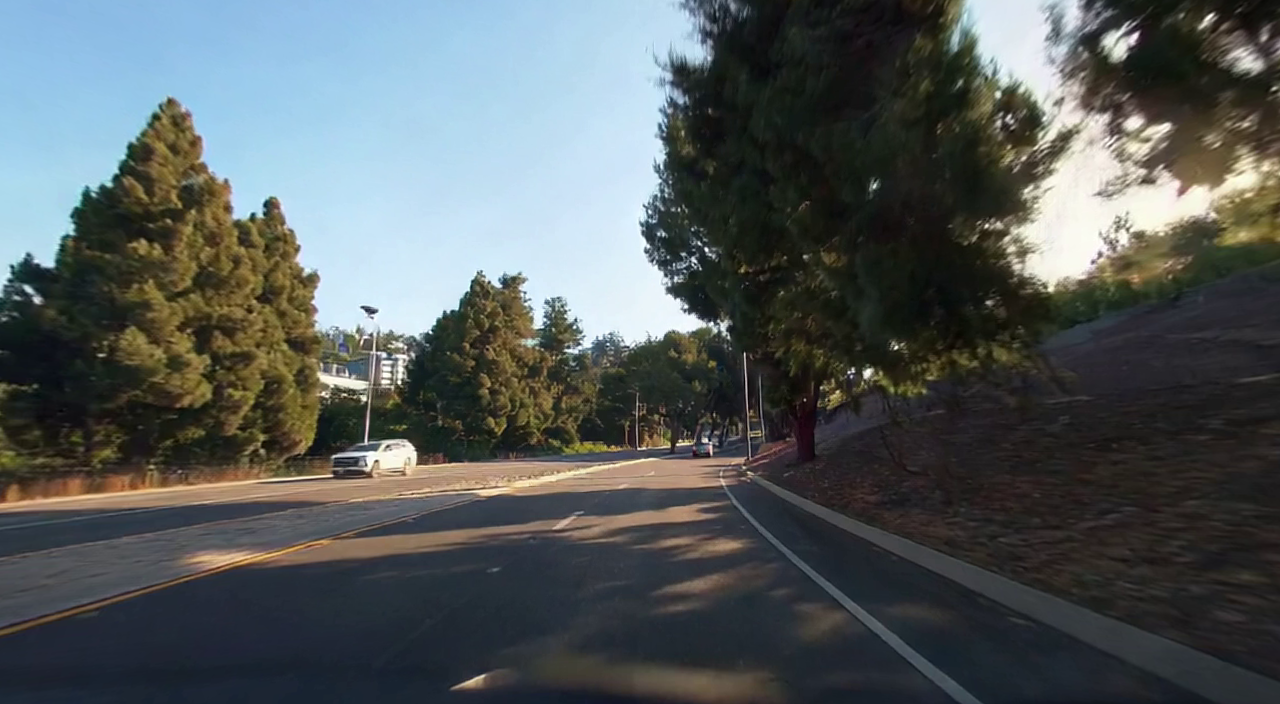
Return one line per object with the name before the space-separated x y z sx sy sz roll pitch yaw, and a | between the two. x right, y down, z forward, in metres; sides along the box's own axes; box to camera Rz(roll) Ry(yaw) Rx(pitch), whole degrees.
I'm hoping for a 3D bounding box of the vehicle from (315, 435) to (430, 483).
vehicle | -10.029 4.055 23.942 2.023 1.657 4.394 -1 -9 7
